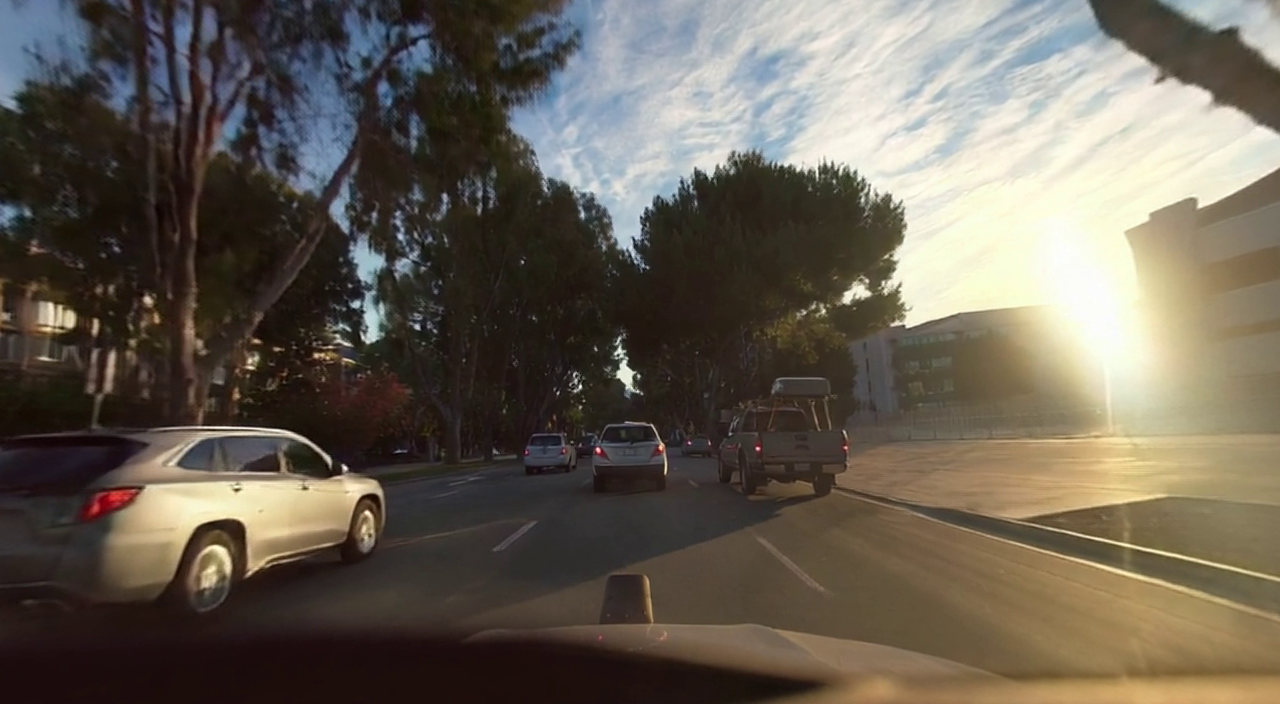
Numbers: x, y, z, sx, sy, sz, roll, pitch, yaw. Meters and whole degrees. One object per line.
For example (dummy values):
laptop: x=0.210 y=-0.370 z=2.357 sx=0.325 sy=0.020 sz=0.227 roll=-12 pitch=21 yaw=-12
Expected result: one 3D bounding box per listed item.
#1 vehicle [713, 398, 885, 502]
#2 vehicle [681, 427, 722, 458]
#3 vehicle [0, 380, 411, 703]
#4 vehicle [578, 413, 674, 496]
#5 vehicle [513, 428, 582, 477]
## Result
vehicle: x=3.517 y=2.402 z=15.660 sx=2.655 sy=2.054 sz=6.098 roll=0 pitch=-8 yaw=0
vehicle: x=3.972 y=5.952 z=41.447 sx=2.183 sy=1.948 sz=4.633 roll=0 pitch=-8 yaw=-1
vehicle: x=-3.890 y=1.286 z=5.469 sx=1.959 sy=1.614 sz=4.676 roll=0 pitch=-8 yaw=1
vehicle: x=-0.261 y=2.521 z=15.725 sx=2.075 sy=1.770 sz=4.018 roll=0 pitch=-8 yaw=1
vehicle: x=-3.336 y=3.705 z=23.445 sx=1.894 sy=1.642 sz=3.861 roll=0 pitch=-8 yaw=1
